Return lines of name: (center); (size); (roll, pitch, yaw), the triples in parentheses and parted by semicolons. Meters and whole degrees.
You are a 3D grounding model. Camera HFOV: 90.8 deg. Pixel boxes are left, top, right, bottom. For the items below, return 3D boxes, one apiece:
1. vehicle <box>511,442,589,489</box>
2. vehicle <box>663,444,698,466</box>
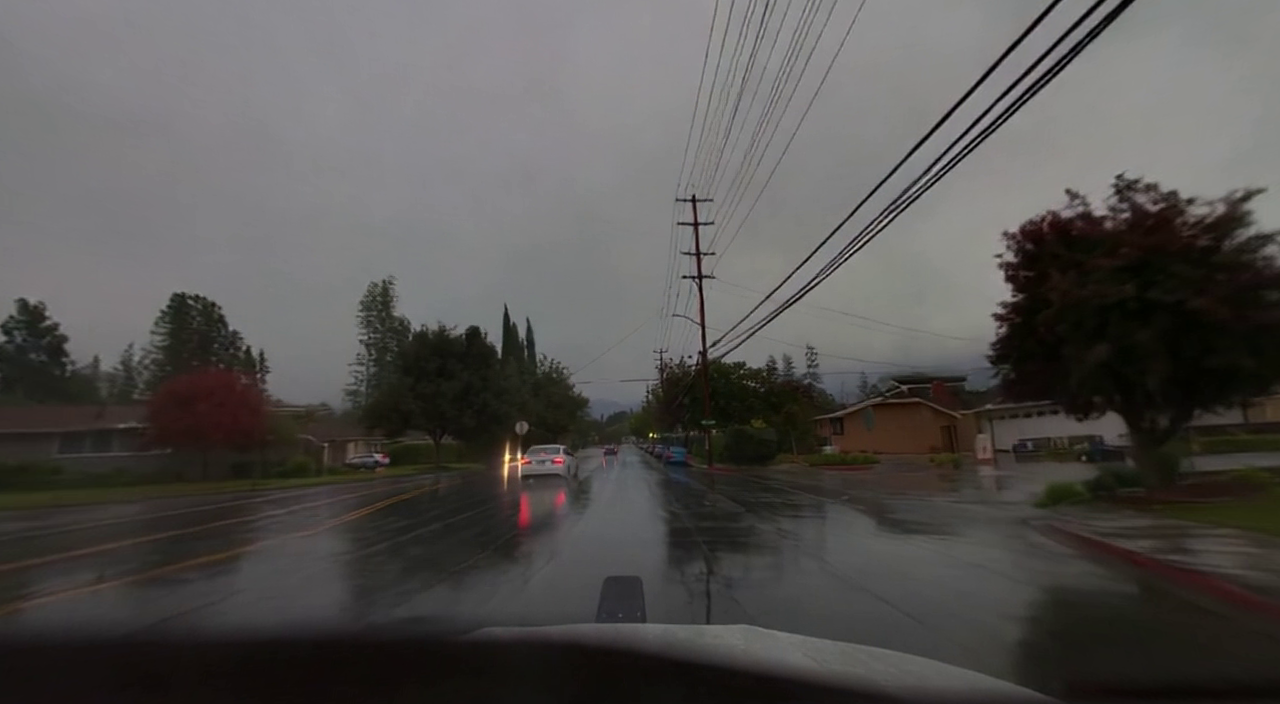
vehicle: (-3.013, 3.907, 22.160); (2.041, 1.471, 4.602); (0, -8, 0)
vehicle: (2.852, 7.362, 45.262); (2.074, 1.450, 4.621); (0, -8, -2)
